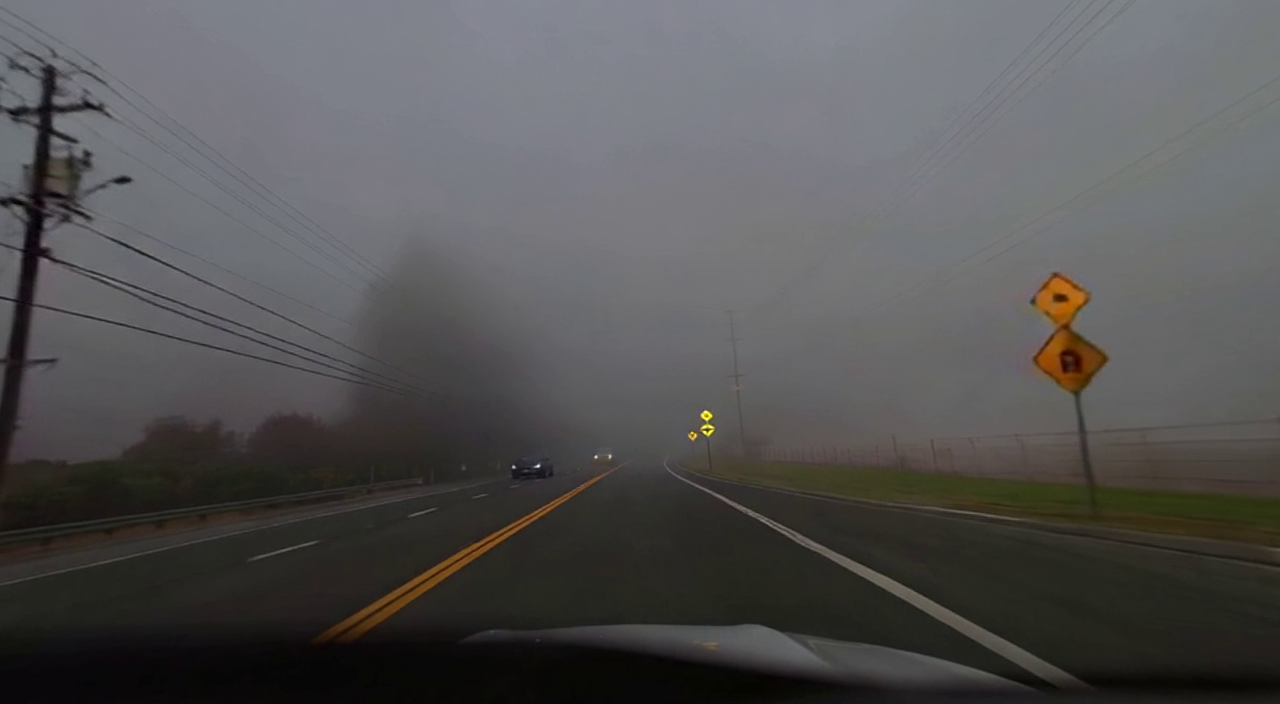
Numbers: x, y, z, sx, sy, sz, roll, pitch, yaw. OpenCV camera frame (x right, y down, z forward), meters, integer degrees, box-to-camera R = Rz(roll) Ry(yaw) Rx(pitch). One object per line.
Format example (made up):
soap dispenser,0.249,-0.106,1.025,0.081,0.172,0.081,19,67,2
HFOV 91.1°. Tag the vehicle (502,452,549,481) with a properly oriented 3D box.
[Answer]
vehicle,-7.353,7.404,40.787,2.140,1.621,4.776,-3,-9,0
